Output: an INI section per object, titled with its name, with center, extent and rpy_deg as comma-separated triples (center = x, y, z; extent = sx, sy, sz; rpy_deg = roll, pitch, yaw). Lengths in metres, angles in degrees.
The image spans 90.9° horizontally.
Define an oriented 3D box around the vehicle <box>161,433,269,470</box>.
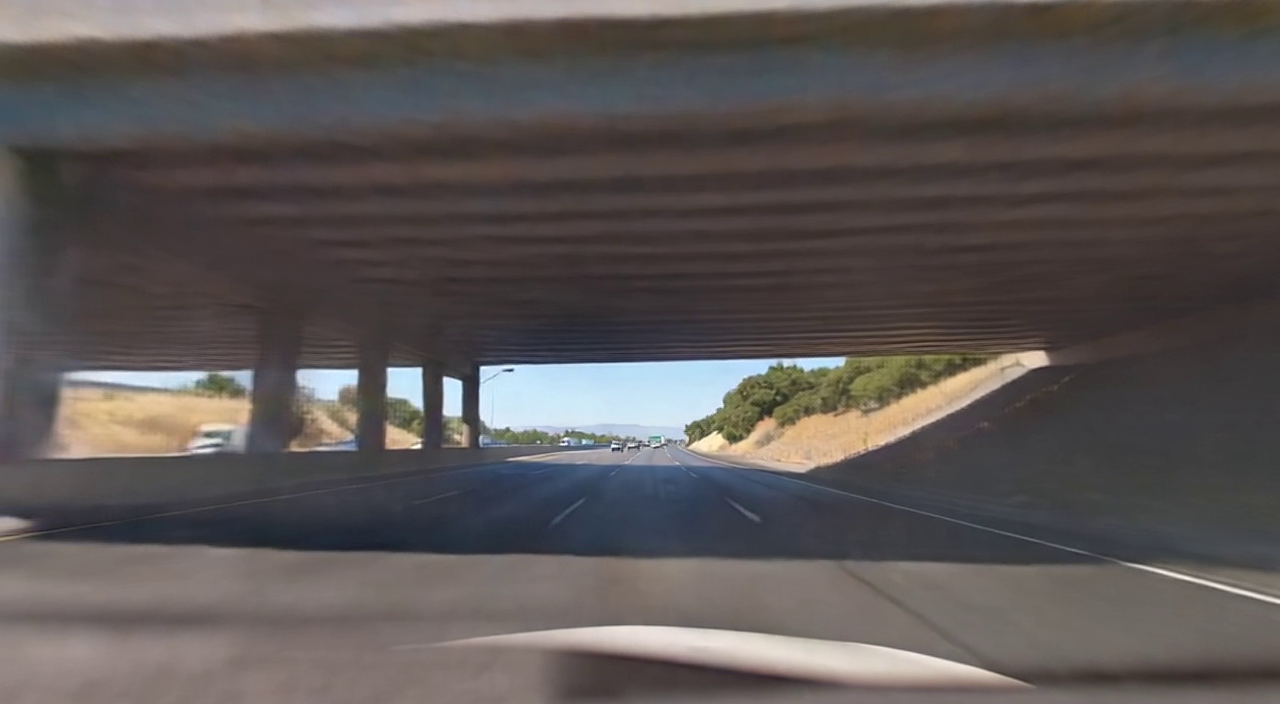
[vehicle]
center = -24.140, 5.699, 36.187
extent = 2.214, 1.904, 5.607
rpy_deg = -1, -9, 1
